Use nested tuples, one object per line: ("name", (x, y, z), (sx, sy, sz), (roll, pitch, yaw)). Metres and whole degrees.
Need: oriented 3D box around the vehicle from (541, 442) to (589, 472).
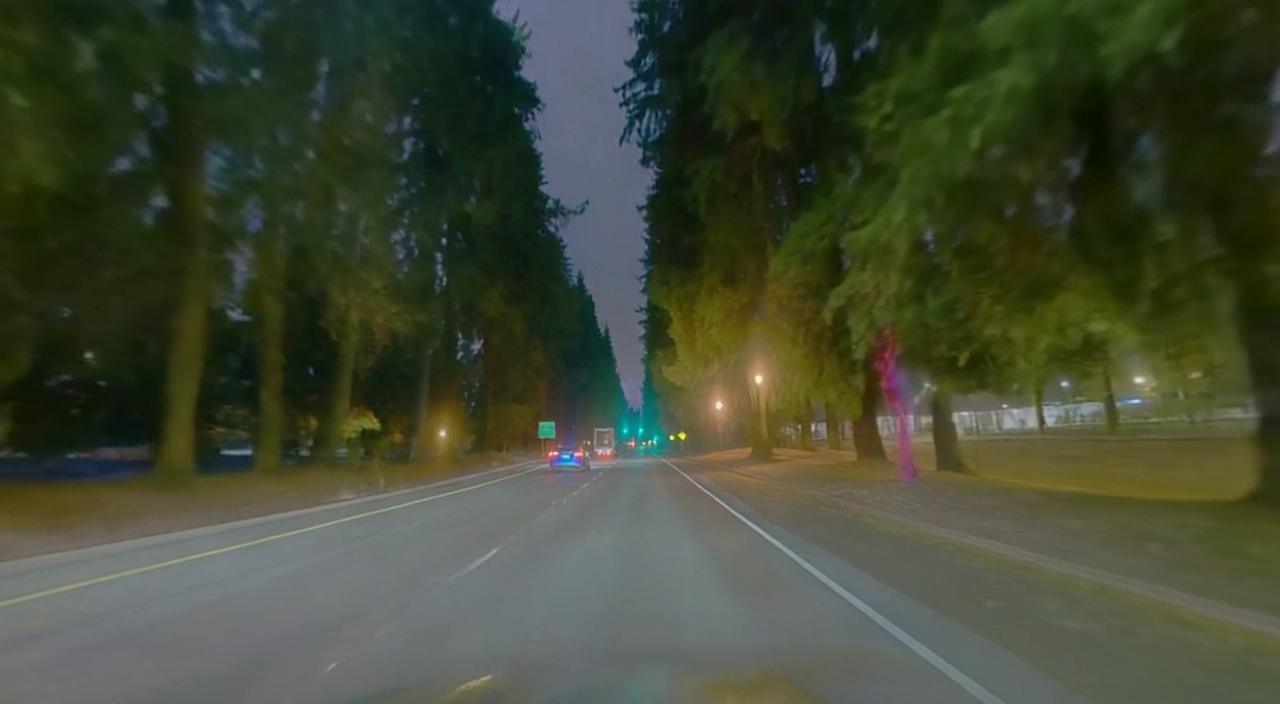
("vehicle", (-3.978, 5.636, 34.112), (2.005, 1.462, 4.345), (0, -8, 1))
